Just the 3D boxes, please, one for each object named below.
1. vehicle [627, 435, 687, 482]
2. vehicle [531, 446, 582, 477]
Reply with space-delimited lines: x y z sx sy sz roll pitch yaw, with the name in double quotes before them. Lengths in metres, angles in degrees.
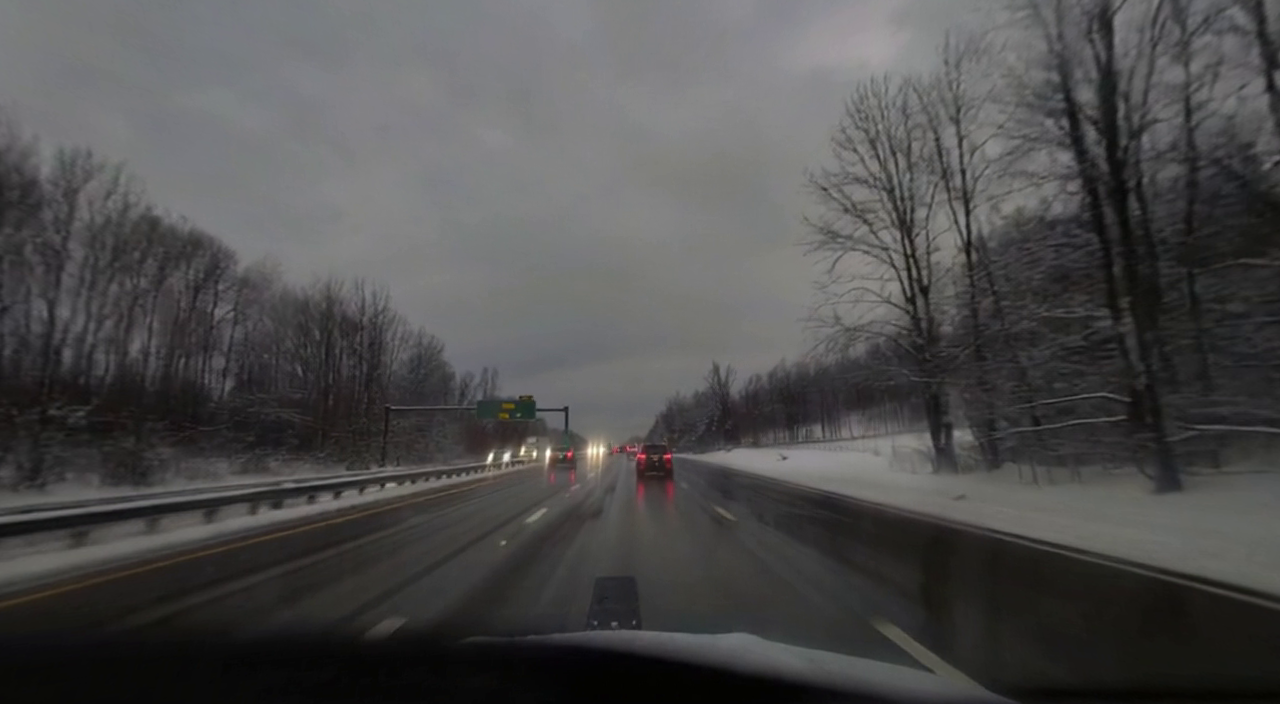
"vehicle" 0.605 4.361 25.846 2.250 1.718 4.358 0 -9 -1
"vehicle" -4.012 5.323 30.720 2.037 1.418 3.793 0 -9 0
